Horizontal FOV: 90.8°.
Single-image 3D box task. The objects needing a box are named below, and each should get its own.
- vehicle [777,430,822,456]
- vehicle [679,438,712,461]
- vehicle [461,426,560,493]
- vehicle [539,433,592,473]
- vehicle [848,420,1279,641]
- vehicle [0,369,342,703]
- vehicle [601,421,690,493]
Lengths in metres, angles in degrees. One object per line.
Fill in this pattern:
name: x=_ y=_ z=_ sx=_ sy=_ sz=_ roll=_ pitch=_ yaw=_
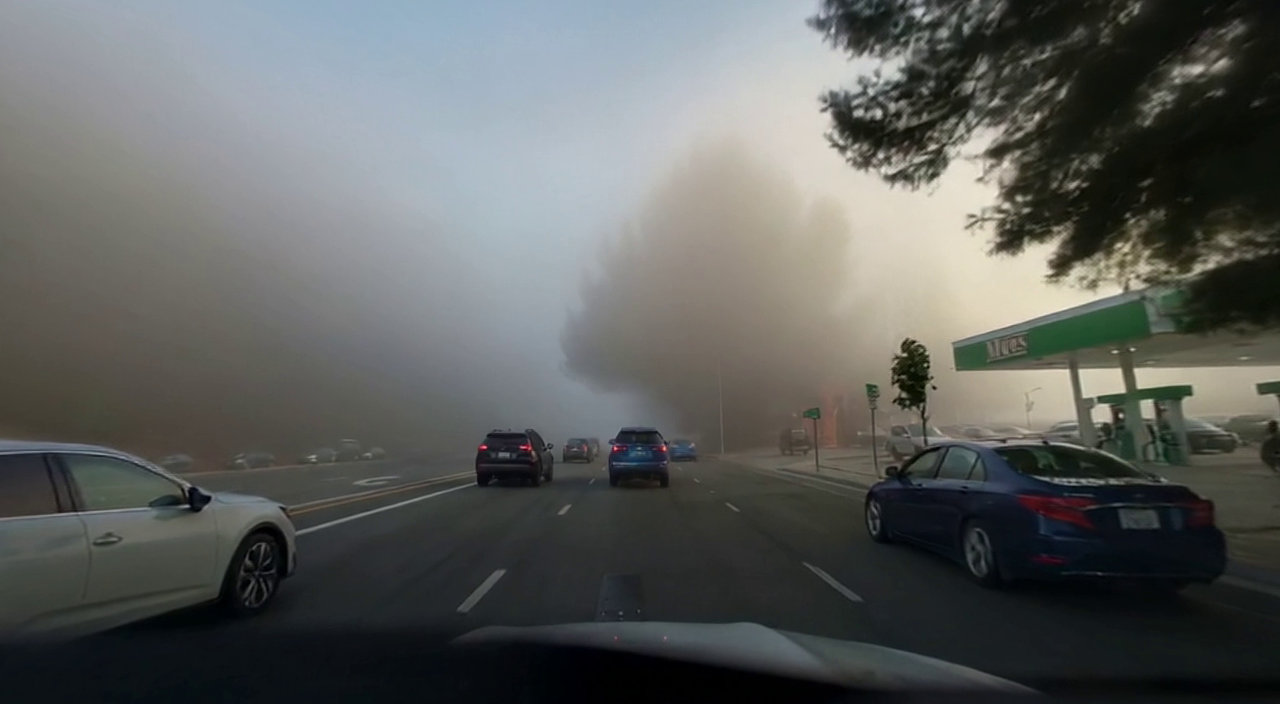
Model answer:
vehicle: x=12.013 y=6.894 z=47.903 sx=2.102 sy=1.887 sz=4.673 roll=0 pitch=-8 yaw=-1
vehicle: x=3.911 y=6.977 z=45.324 sx=1.926 sy=1.522 sz=3.852 roll=0 pitch=-8 yaw=-2
vehicle: x=-3.549 y=3.039 z=18.157 sx=1.932 sy=1.695 sz=4.150 roll=0 pitch=-8 yaw=1
vehicle: x=-3.301 y=4.534 z=28.605 sx=1.871 sy=1.673 sz=3.920 roll=0 pitch=-8 yaw=1
vehicle: x=3.926 y=1.530 z=6.581 sx=1.888 sy=1.456 sz=4.589 roll=0 pitch=-8 yaw=-1
vehicle: x=-3.518 y=0.992 z=3.400 sx=1.864 sy=1.574 sz=4.031 roll=0 pitch=-8 yaw=0
vehicle: x=0.123 y=2.989 z=18.257 sx=2.279 sy=1.803 sz=4.254 roll=0 pitch=-8 yaw=0
